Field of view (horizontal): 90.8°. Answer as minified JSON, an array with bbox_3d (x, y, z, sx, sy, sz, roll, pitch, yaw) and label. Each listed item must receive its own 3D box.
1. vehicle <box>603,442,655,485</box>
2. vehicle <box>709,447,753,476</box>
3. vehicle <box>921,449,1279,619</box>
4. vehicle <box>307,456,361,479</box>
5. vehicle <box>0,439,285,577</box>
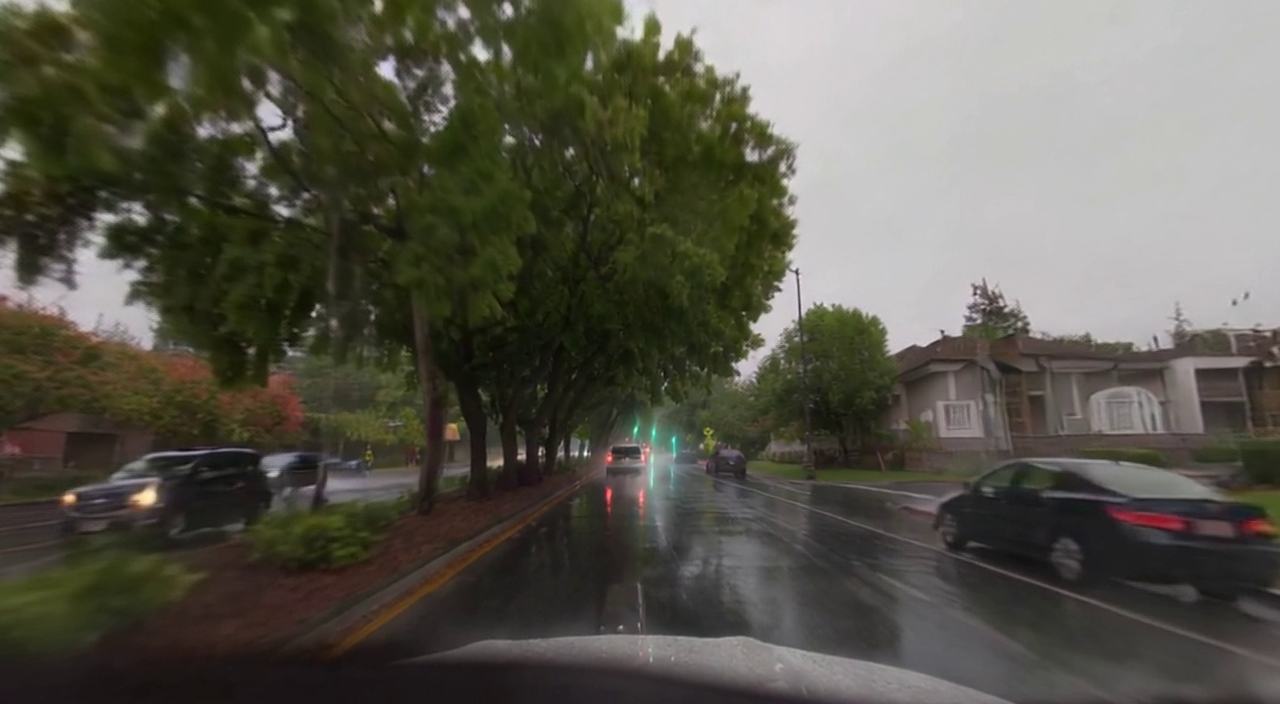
[{"bbox_3d":[-0.467,4.743,27.273,2.070,1.698,3.925,0,-9,-1],"label":"vehicle"},{"bbox_3d":[5.620,6.813,39.678,1.970,1.696,4.405,0,-9,-2],"label":"vehicle"},{"bbox_3d":[5.694,1.993,8.036,1.978,1.485,4.603,0,-9,-2],"label":"vehicle"},{"bbox_3d":[-22.439,8.466,46.521,1.772,1.457,4.505,0,-9,-1],"label":"vehicle"},{"bbox_3d":[-7.529,2.042,9.231,2.105,1.474,4.808,0,-9,-3],"label":"vehicle"}]
